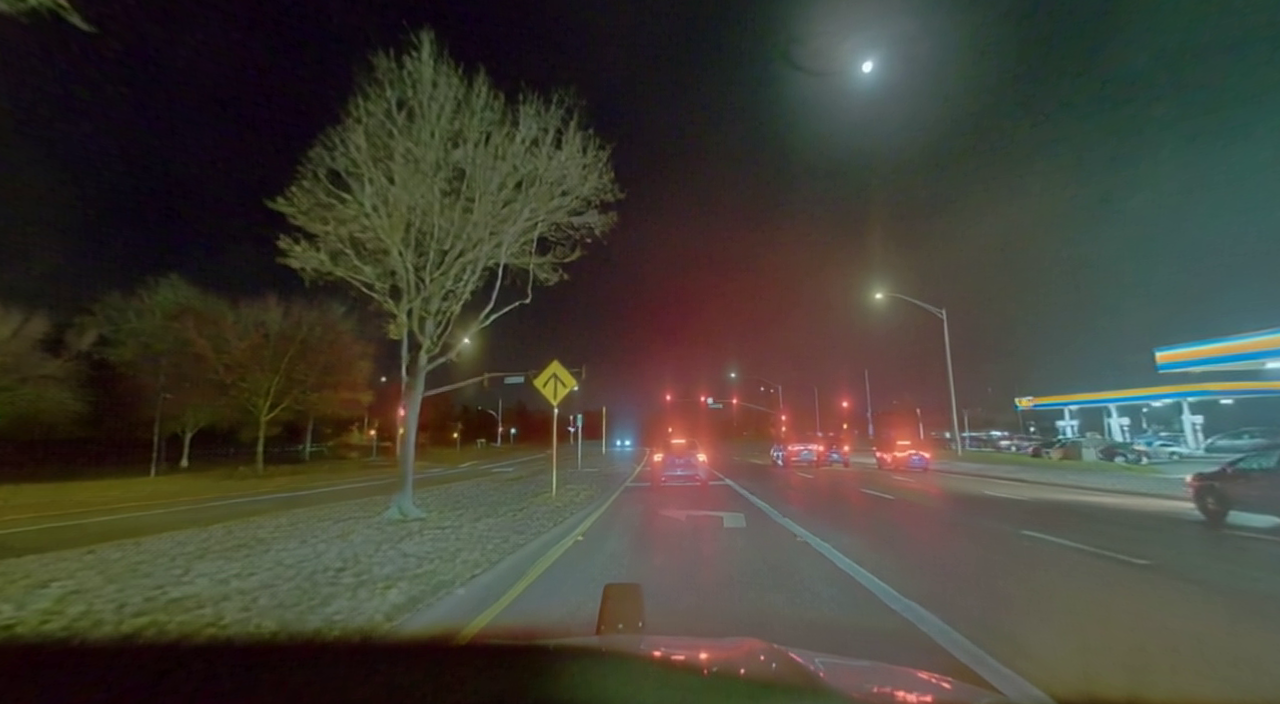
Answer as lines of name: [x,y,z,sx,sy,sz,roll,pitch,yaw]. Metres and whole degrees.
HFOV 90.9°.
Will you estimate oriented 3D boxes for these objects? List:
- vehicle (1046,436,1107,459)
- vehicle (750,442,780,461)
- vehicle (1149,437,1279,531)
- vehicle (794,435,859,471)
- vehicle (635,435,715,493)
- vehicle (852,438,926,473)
vehicle: [31.318,6.890,45.329,1.914,1.563,3.672,-1,-9,5]
vehicle: [9.726,7.758,49.329,1.716,1.400,3.921,0,-9,2]
vehicle: [11.051,2.120,10.225,1.880,1.472,4.694,-1,-9,3]
vehicle: [9.446,5.170,32.340,1.991,1.695,4.357,0,-9,0]
vehicle: [0.973,3.189,18.234,2.032,1.461,4.173,0,-9,2]
vehicle: [12.142,5.097,31.109,1.976,1.584,4.516,0,-9,3]
